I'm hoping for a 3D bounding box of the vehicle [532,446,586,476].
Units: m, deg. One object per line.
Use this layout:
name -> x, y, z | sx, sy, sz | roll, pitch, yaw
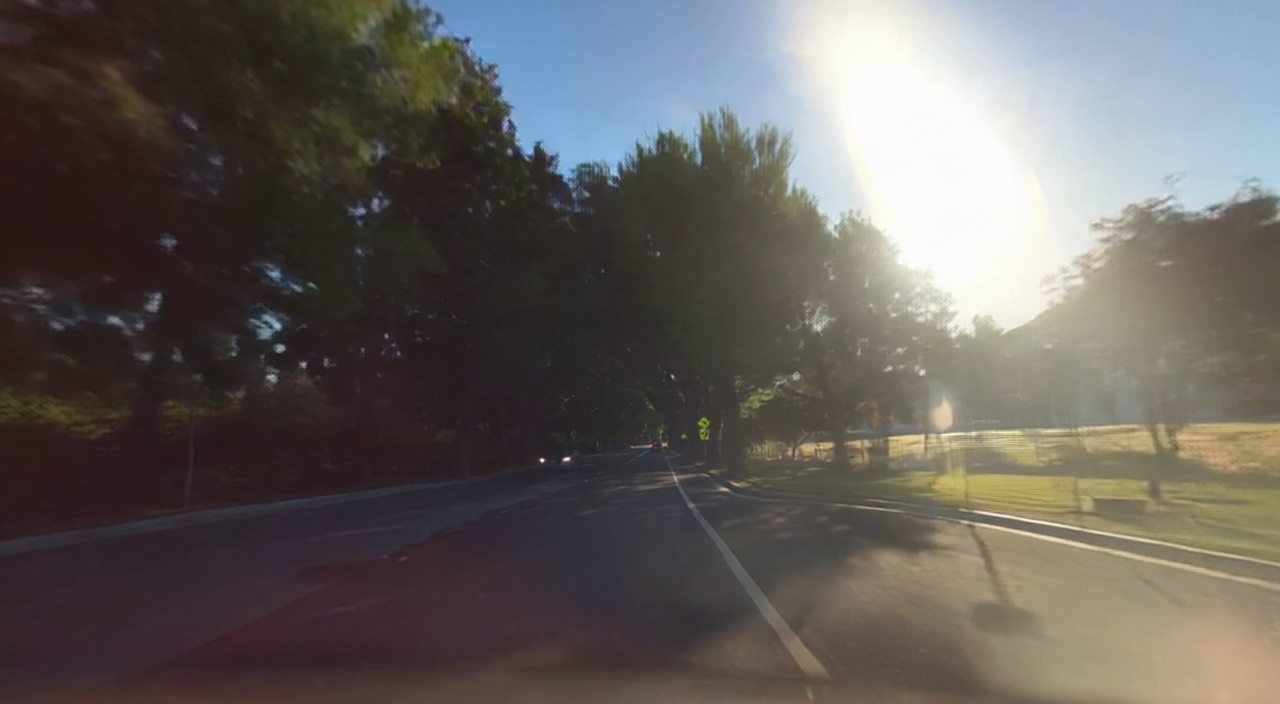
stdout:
vehicle -> -3.964, 5.396, 31.450 | 1.923, 1.366, 3.965 | -1, -8, 4
